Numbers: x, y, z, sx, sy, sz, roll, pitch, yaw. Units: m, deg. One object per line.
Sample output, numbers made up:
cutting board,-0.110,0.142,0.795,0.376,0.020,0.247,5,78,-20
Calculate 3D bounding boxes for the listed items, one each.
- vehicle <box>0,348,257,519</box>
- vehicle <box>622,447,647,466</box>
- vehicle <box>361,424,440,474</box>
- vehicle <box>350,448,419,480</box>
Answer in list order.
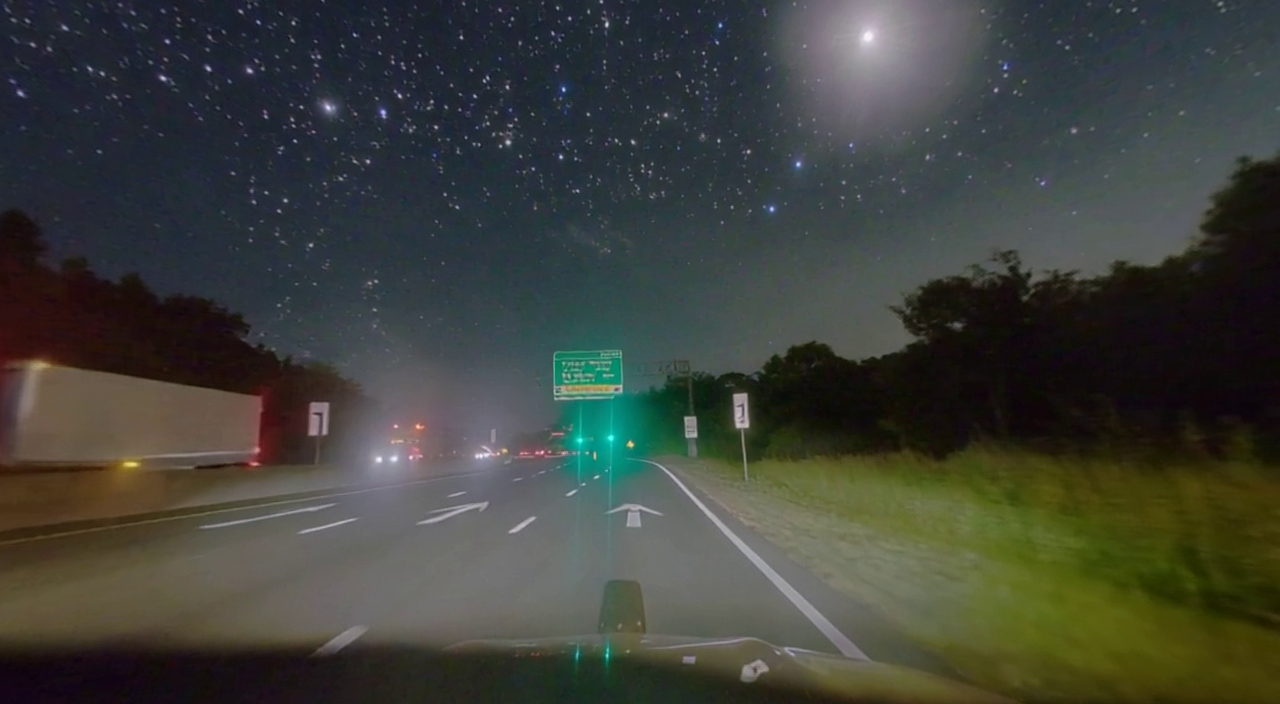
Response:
vehicle,-14.960,2.257,16.724,2.988,3.568,10.170,0,-9,1
vehicle,-0.396,8.300,49.955,1.807,1.427,3.645,-1,-9,2
vehicle,-18.797,7.549,49.025,3.061,3.490,8.999,7,-11,-37
vehicle,-14.808,6.504,36.888,2.144,1.764,4.730,0,-9,-1
